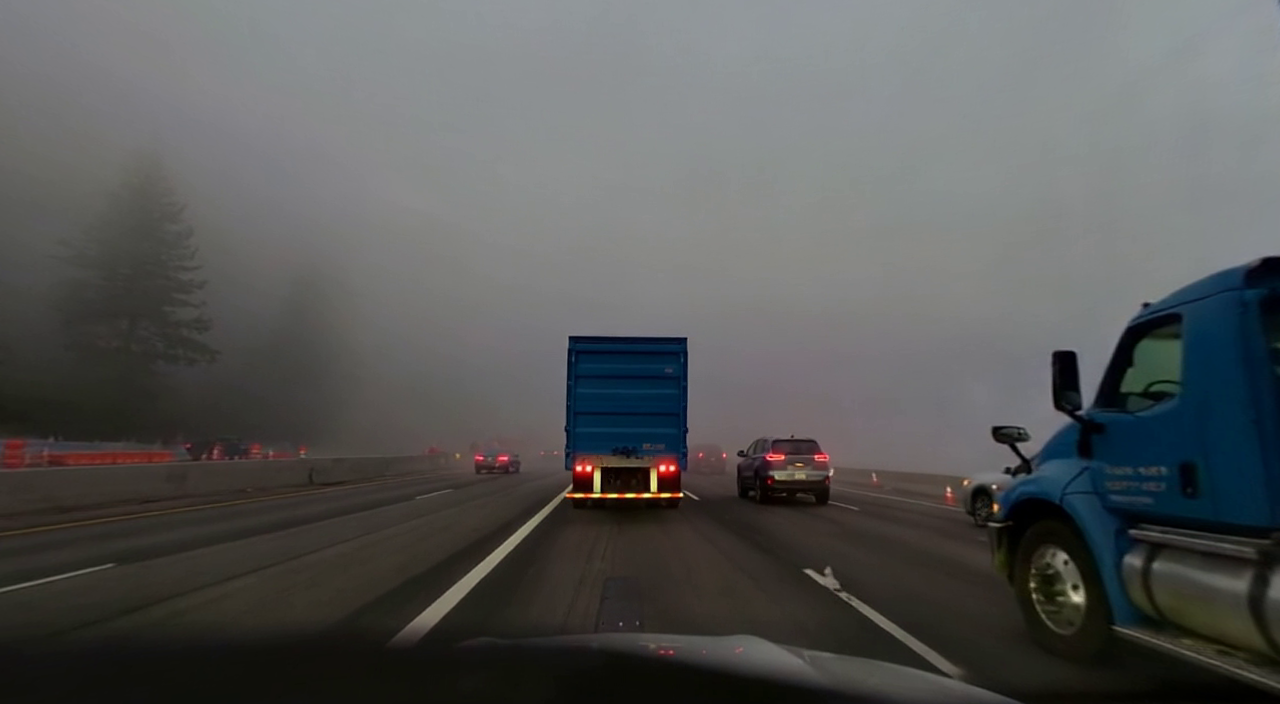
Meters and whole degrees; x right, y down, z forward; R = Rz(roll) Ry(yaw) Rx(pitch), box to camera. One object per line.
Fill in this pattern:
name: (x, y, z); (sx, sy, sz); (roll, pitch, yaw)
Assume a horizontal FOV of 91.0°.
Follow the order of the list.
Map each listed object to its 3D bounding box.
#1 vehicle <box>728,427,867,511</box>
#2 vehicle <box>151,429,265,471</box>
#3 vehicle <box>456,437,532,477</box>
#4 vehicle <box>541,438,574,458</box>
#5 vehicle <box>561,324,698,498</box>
vehicle: (3.557, 2.736, 15.173); (2.103, 1.713, 4.173); (1, -9, -3)
vehicle: (-21.776, 4.920, 31.789); (4.632, 1.852, 2.033); (0, -8, 16)
vehicle: (-5.904, 4.332, 26.110); (2.014, 1.477, 4.595); (0, -9, 1)
vehicle: (-6.493, 7.593, 49.812); (1.994, 1.481, 4.660); (0, -9, 0)
vehicle: (-0.417, 2.080, 19.402); (3.067, 3.940, 10.154); (1, -9, -2)
